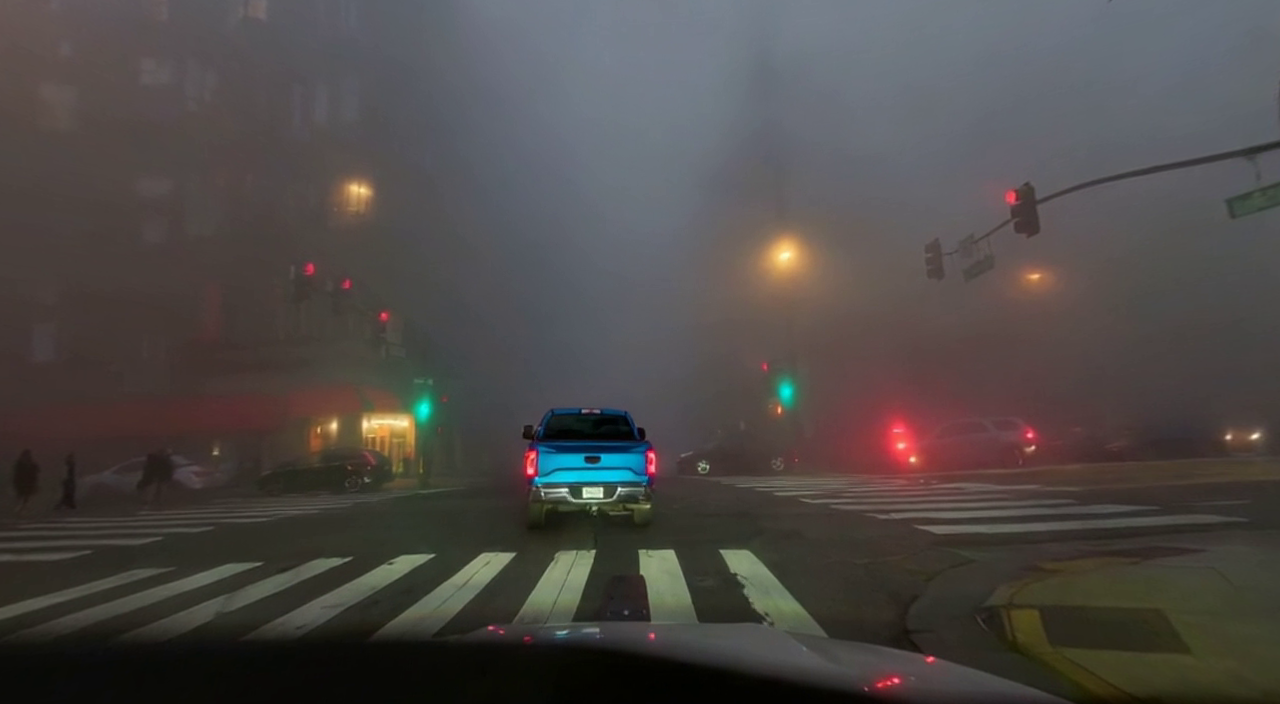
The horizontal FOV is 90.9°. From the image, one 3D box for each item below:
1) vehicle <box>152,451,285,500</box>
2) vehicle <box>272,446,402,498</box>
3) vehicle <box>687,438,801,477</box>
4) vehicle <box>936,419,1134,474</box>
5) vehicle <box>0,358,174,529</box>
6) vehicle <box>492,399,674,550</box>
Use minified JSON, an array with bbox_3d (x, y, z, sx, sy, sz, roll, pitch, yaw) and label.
[{"bbox_3d":[-18.606,5.457,28.011,4.398,2.057,1.959,0,-8,-1],"label":"vehicle"},{"bbox_3d":[-13.323,5.299,27.959,4.799,1.909,2.011,-3,-7,2],"label":"vehicle"},{"bbox_3d":[4.255,4.409,26.453,4.515,1.583,1.920,-1,-8,3],"label":"vehicle"},{"bbox_3d":[11.572,2.801,18.717,4.600,1.506,1.878,0,-8,-1],"label":"vehicle"},{"bbox_3d":[-22.413,2.748,19.087,13.729,4.662,3.300,0,-8,0],"label":"vehicle"},{"bbox_3d":[-1.183,2.079,11.464,2.477,2.020,5.534,1,-9,-9],"label":"vehicle"}]
